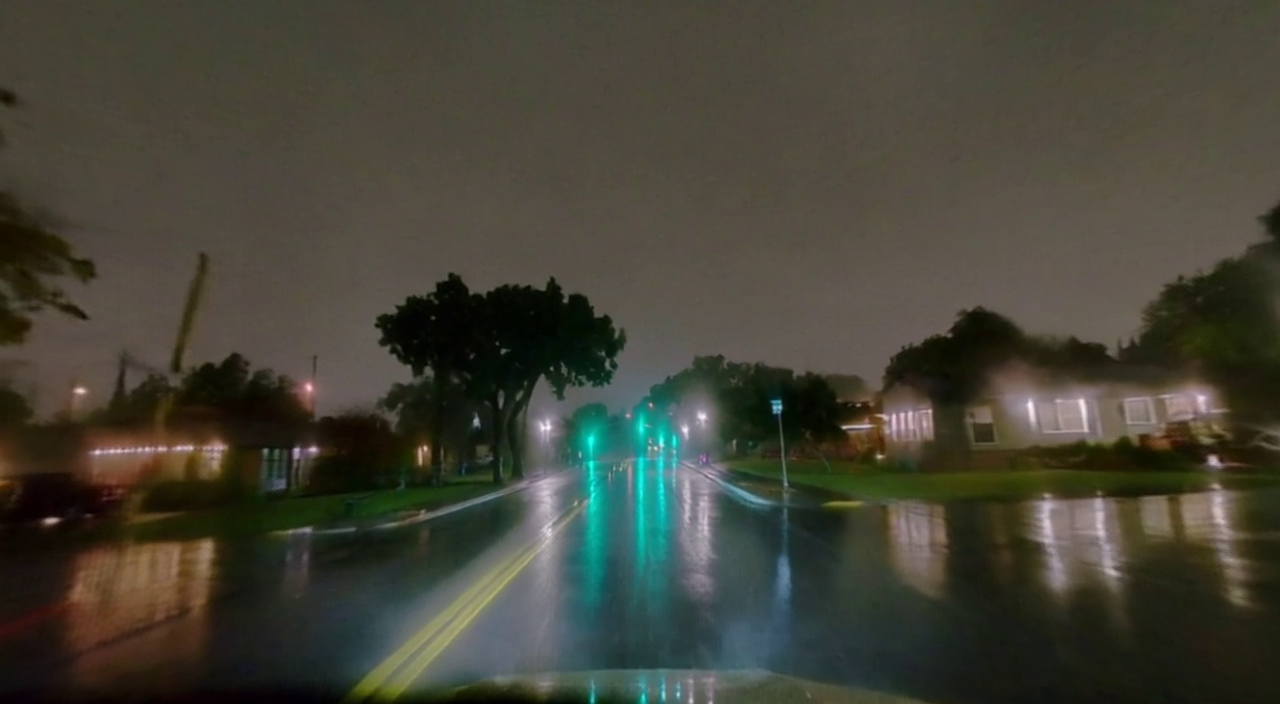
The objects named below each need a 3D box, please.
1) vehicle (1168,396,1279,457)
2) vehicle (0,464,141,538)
[{"bbox_3d":[18.135,2.119,18.175,1.862,1.612,4.321,-6,-9,-2],"label":"vehicle"},{"bbox_3d":[-15.020,3.565,15.320,1.830,1.495,4.641,0,-8,2],"label":"vehicle"}]
